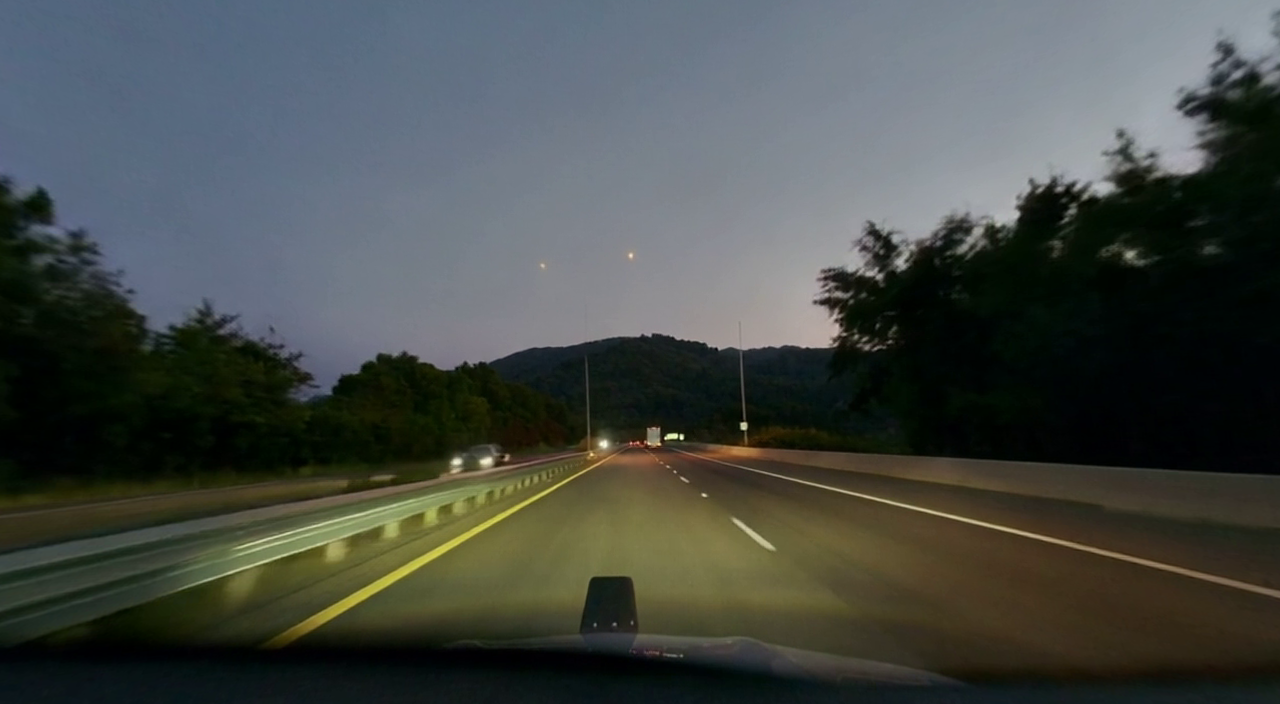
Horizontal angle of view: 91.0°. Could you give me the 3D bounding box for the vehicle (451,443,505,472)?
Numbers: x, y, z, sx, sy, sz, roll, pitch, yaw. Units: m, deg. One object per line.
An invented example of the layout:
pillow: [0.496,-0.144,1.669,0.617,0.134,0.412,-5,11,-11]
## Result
vehicle: [-9.578,6.255,37.580,2.021,1.549,4.467,0,-8,-1]
